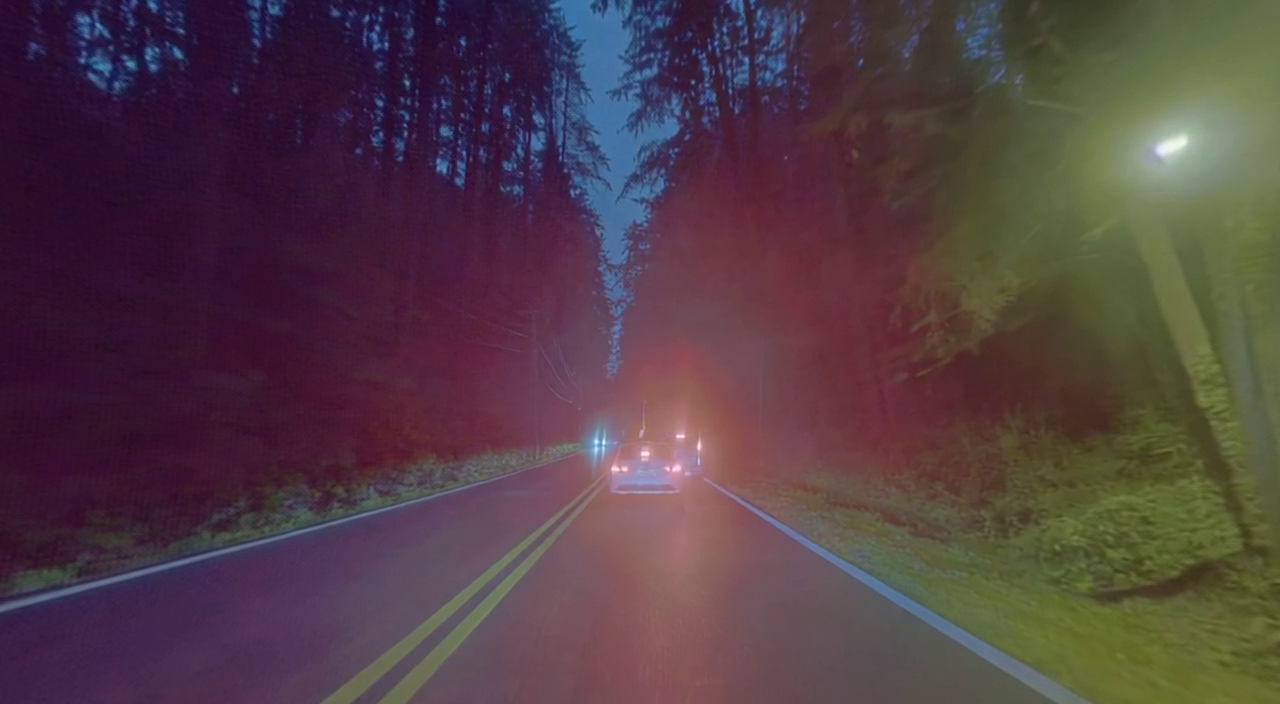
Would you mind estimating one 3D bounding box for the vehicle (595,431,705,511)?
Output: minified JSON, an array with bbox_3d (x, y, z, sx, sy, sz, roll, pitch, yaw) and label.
[{"bbox_3d":[0.168,2.541,13.916,2.081,1.503,3.726,0,-8,-1],"label":"vehicle"}]
